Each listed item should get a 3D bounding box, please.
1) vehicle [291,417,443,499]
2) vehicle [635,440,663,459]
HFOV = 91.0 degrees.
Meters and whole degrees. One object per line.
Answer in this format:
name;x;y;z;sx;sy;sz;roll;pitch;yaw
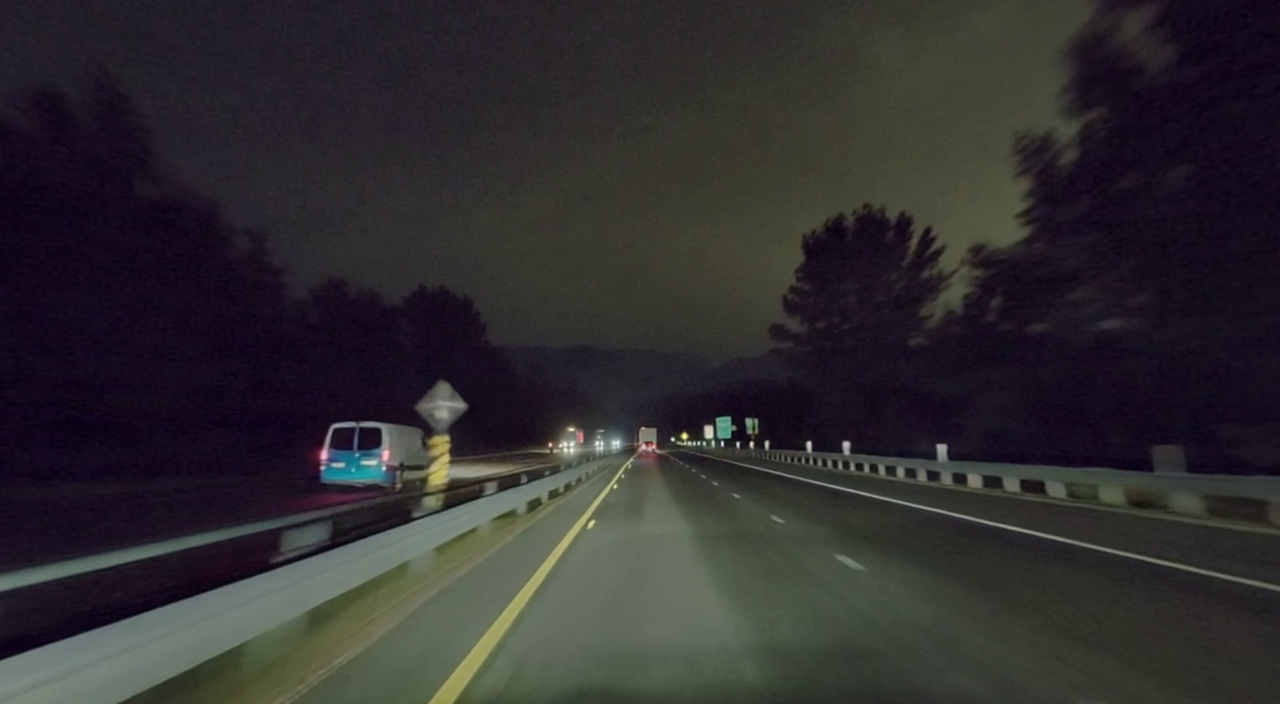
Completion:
vehicle;-7.095;2.806;16.977;2.068;1.897;4.372;0;-8;1
vehicle;0.688;7.564;48.912;2.061;1.469;3.782;0;-8;1
